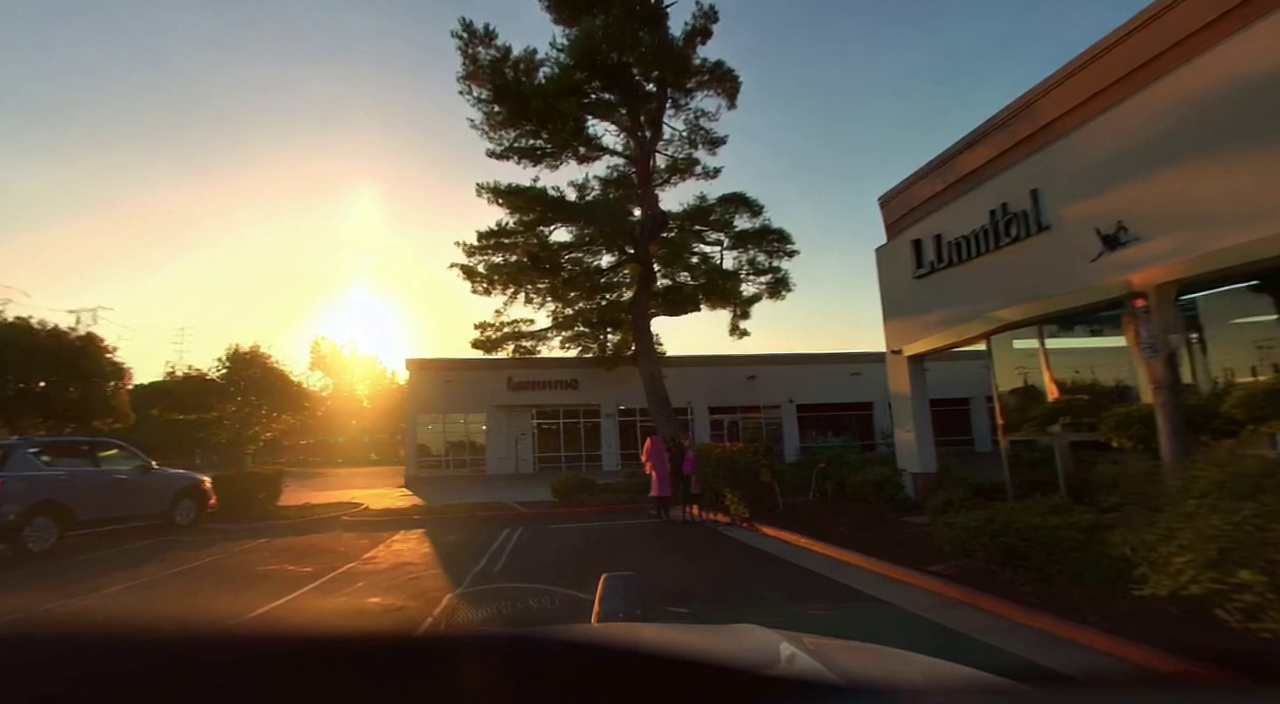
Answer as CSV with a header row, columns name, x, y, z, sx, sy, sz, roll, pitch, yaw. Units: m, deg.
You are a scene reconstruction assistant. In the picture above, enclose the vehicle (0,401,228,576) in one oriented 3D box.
name,x,y,z,sx,sy,sz,roll,pitch,yaw
vehicle,-9.556,2.146,10.720,2.200,2.257,5.237,1,-9,-9
